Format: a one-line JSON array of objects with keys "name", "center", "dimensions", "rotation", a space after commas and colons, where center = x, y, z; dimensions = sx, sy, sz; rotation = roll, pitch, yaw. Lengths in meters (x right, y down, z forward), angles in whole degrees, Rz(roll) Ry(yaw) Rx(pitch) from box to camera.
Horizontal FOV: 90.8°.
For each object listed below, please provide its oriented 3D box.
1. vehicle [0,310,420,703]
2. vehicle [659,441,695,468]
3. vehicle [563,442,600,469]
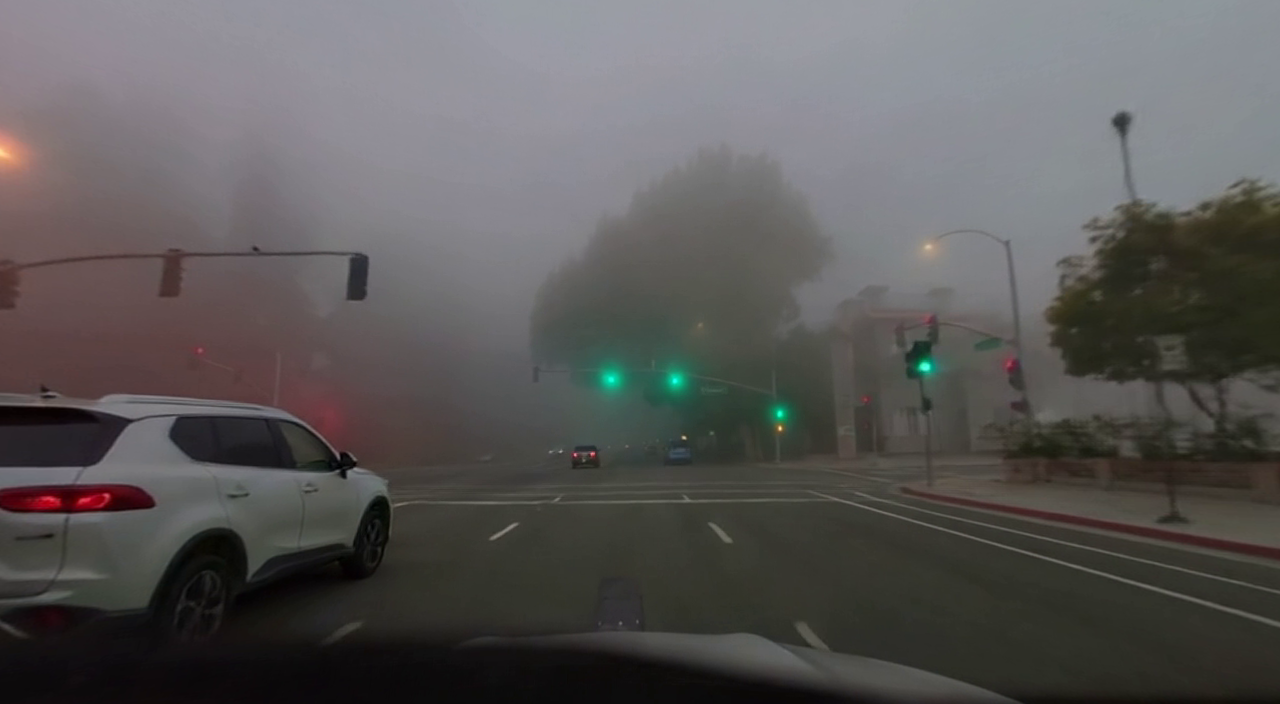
[{"name": "vehicle", "center": [-3.954, 1.164, 5.450], "dimensions": [2.225, 1.984, 5.168], "rotation": [0, -8, 0]}, {"name": "vehicle", "center": [2.469, 6.907, 42.750], "dimensions": [2.018, 1.719, 4.369], "rotation": [0, -8, -2]}, {"name": "vehicle", "center": [-3.886, 6.960, 42.569], "dimensions": [2.083, 1.685, 4.069], "rotation": [0, -8, 0]}]
